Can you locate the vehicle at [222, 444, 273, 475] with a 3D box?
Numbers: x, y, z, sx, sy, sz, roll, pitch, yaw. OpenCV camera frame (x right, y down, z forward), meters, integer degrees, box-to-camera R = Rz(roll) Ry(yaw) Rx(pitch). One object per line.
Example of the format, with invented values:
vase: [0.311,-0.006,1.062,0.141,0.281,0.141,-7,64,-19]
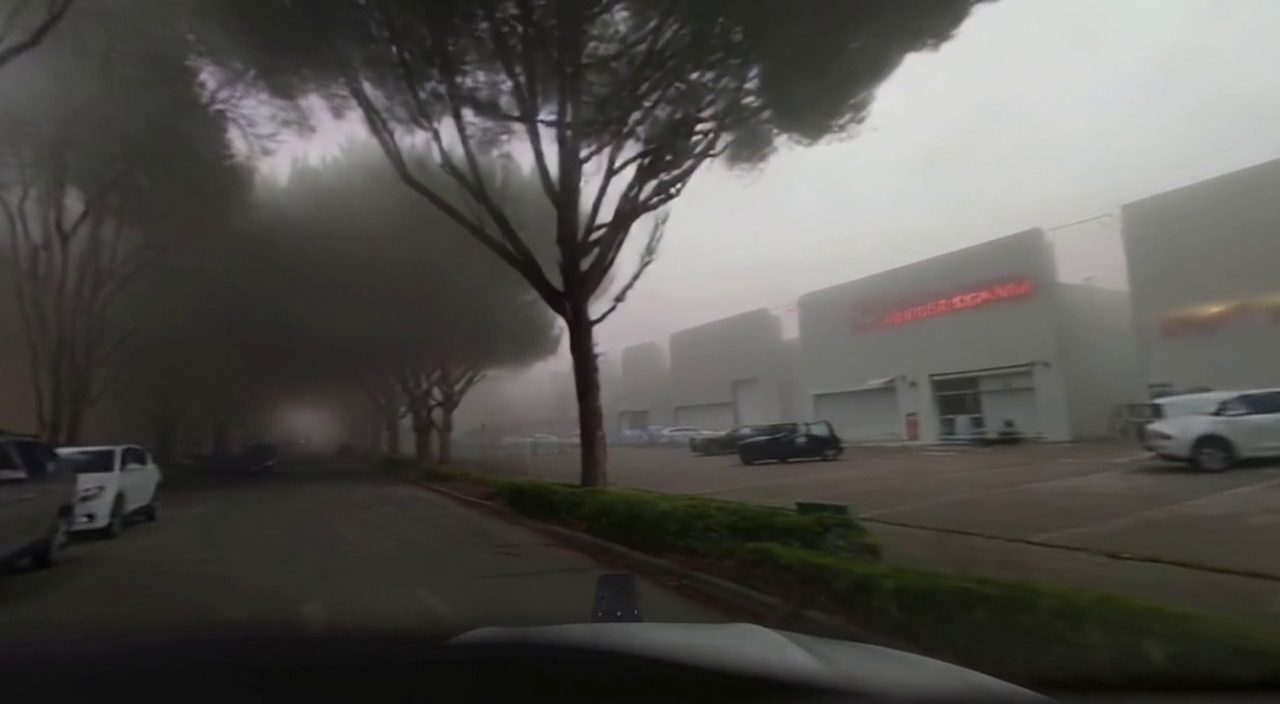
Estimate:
vehicle: [-22.314,6.130,36.006,2.040,1.501,4.440,-1,-8,-26]
